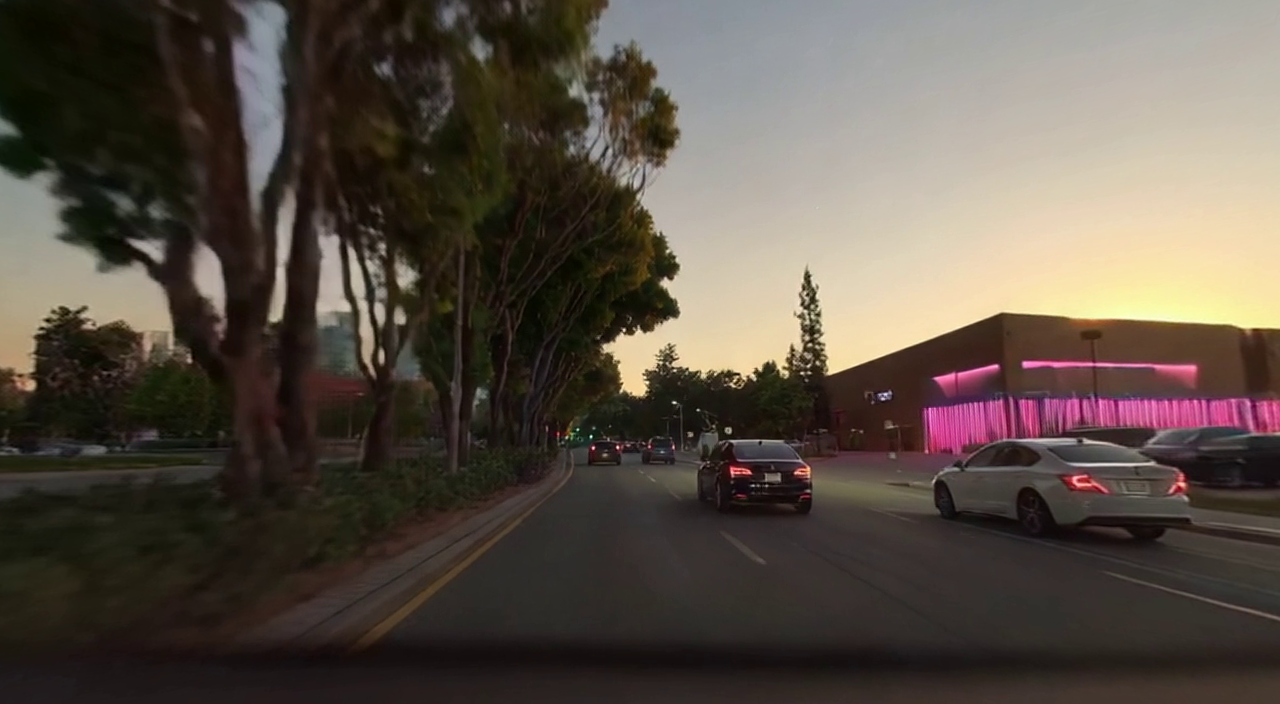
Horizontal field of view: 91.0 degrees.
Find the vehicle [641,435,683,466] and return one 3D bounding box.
[{"bbox_3d":[1.249,5.867,37.715,2.000,1.745,4.206,1,-8,-5],"label":"vehicle"}]

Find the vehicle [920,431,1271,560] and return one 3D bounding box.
[{"bbox_3d":[6.228,1.966,9.433,1.917,1.457,4.274,1,-8,-3],"label":"vehicle"}]

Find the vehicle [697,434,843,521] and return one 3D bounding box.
[{"bbox_3d":[2.411,2.443,12.872,1.883,1.452,4.258,1,-8,-3],"label":"vehicle"}]

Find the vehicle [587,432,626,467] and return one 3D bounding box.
[{"bbox_3d":[-1.897,5.441,35.202,2.051,1.798,4.168,1,-8,-4],"label":"vehicle"}]
